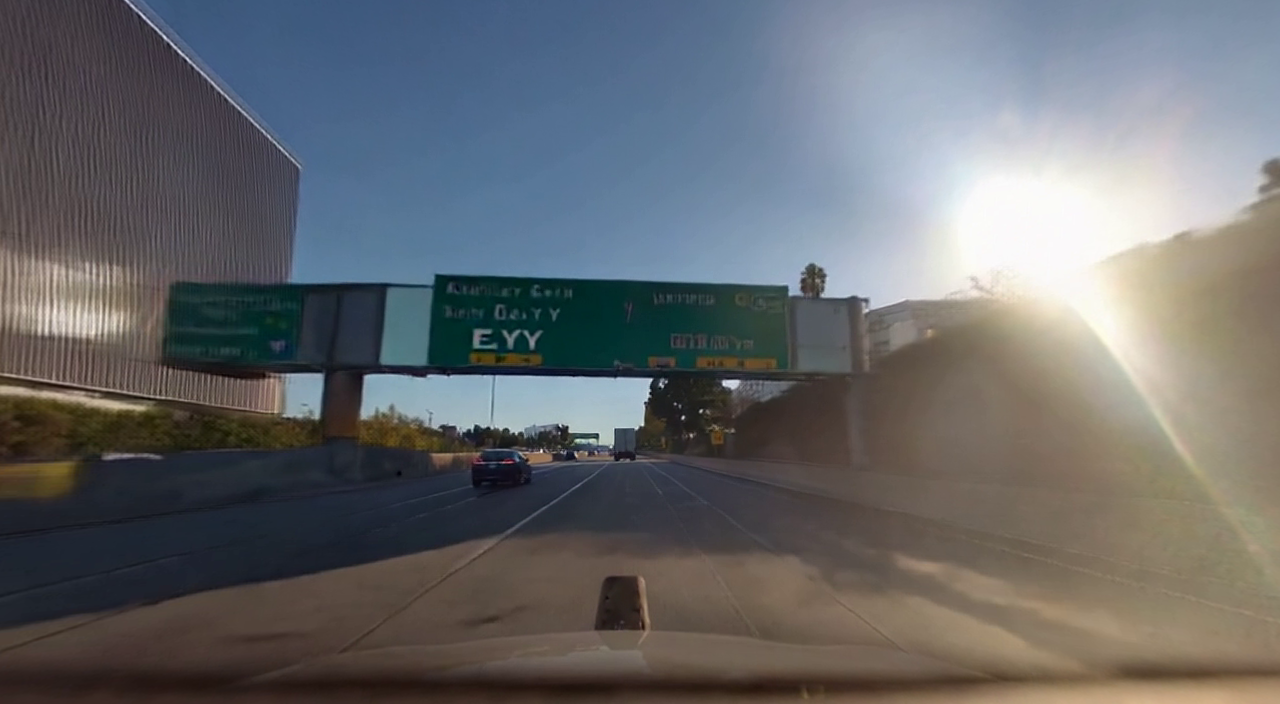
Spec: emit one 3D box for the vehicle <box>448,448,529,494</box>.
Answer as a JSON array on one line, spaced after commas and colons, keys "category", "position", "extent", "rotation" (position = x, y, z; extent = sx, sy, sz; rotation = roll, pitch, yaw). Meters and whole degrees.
[{"category": "vehicle", "position": [-5.494, 4.326, 23.388], "extent": [1.943, 1.510, 4.201], "rotation": [0, -9, 0]}]
